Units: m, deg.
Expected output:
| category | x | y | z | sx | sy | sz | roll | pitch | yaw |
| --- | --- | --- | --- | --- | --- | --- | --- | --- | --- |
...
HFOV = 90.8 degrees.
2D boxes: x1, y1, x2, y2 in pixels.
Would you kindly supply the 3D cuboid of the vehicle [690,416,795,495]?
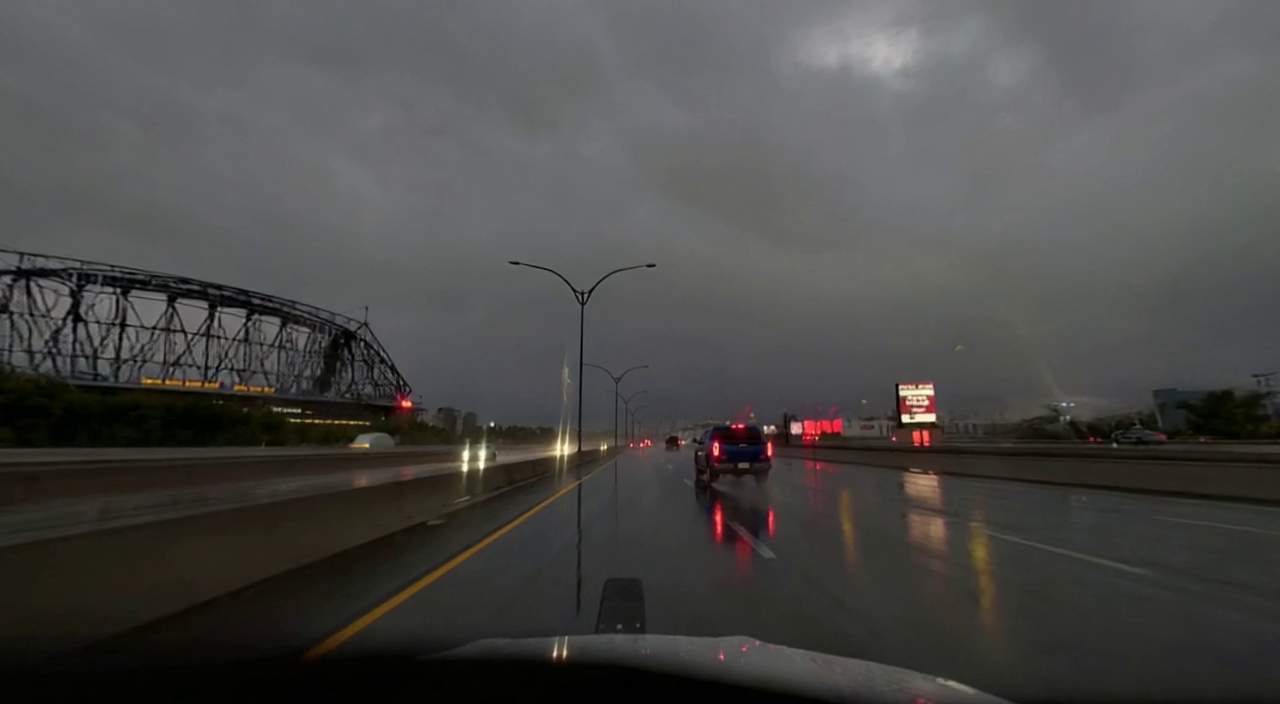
| category | x | y | z | sx | sy | sz | roll | pitch | yaw |
| --- | --- | --- | --- | --- | --- | --- | --- | --- | --- |
| vehicle | 2.832 | 3.036 | 18.776 | 2.199 | 2.002 | 4.970 | 0 | -8 | -1 |
